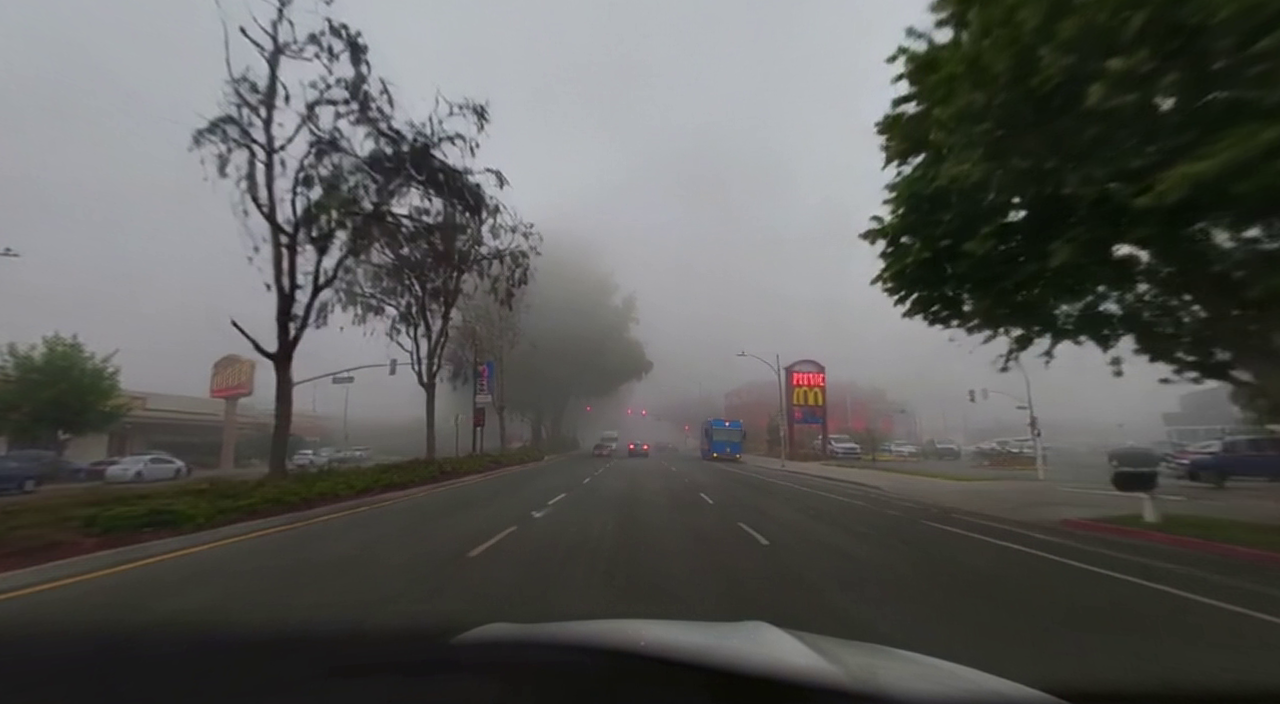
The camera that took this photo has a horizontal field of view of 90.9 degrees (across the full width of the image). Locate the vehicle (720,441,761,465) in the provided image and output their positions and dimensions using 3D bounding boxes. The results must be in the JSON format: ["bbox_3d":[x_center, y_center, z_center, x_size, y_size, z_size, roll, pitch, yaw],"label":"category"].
[{"bbox_3d":[6.680,6.742,42.283,1.980,1.473,4.537,0,-8,0],"label":"vehicle"}]

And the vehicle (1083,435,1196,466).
[{"bbox_3d":[28.740,5.698,36.479,4.589,1.524,1.999,-6,-7,21],"label":"vehicle"}]

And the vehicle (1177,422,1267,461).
[{"bbox_3d":[40.204,6.173,43.509,6.741,2.278,2.778,2,-9,-34],"label":"vehicle"}]

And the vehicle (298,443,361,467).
[{"bbox_3d":[-22.871,7.603,46.662,1.936,1.654,4.857,-1,-8,4],"label":"vehicle"}]

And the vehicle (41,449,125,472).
[{"bbox_3d":[-36.578,7.127,41.425,4.232,1.477,1.772,-2,-9,11],"label":"vehicle"}]

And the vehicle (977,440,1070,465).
[{"bbox_3d":[23.965,6.281,39.482,4.744,1.481,1.855,-6,-10,34],"label":"vehicle"}]

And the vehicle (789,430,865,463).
[{"bbox_3d":[13.656,6.844,45.896,5.354,2.214,2.504,6,-11,-38],"label":"vehicle"}]

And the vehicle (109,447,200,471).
[{"bbox_3d":[-31.304,6.895,40.702,4.566,1.484,2.051,-2,-9,12],"label":"vehicle"}]
